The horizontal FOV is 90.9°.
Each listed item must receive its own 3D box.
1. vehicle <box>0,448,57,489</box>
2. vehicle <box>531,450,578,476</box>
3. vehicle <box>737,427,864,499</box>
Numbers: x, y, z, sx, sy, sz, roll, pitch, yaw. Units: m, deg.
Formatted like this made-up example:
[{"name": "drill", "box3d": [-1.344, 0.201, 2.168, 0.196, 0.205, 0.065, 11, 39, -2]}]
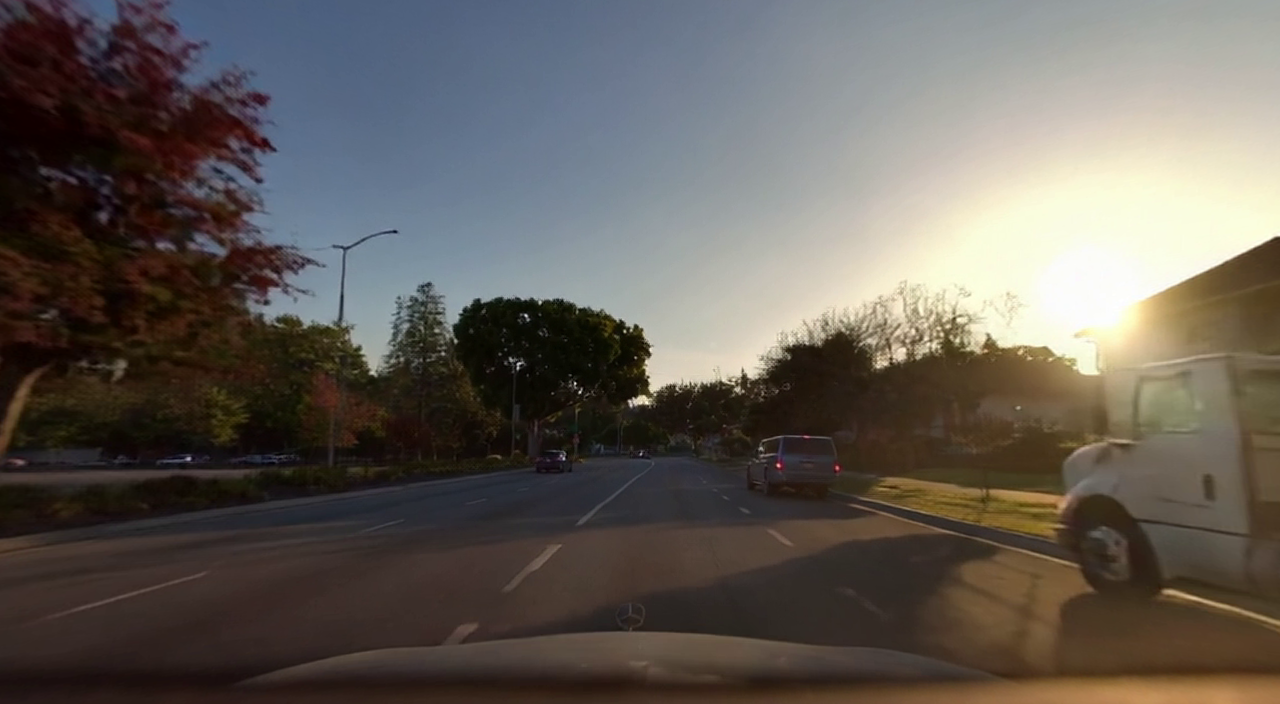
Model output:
[{"name": "vehicle", "box3d": [-27.784, 5.158, 28.128, 2.118, 1.670, 4.487, 7, -12, -38]}, {"name": "vehicle", "box3d": [-5.188, 6.776, 38.725, 2.060, 1.473, 4.645, 0, -9, 2]}, {"name": "vehicle", "box3d": [5.055, 3.673, 21.228, 2.695, 2.013, 6.661, 0, -9, 2]}]
